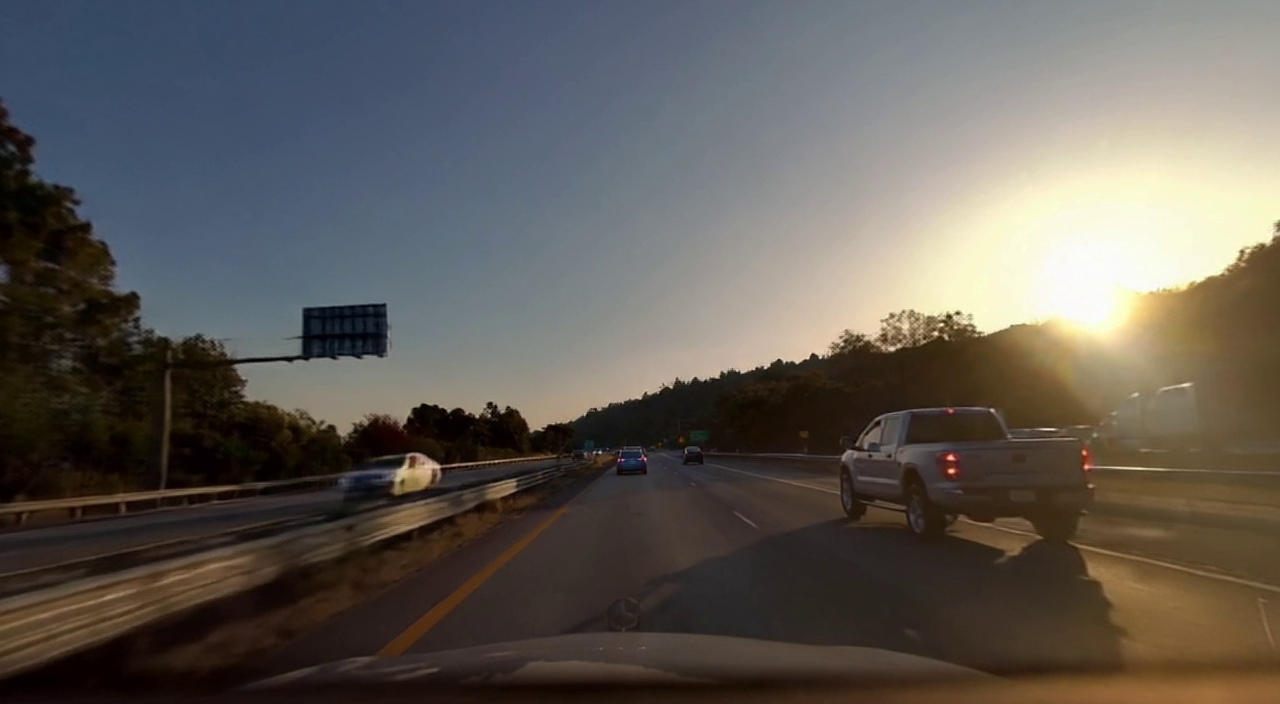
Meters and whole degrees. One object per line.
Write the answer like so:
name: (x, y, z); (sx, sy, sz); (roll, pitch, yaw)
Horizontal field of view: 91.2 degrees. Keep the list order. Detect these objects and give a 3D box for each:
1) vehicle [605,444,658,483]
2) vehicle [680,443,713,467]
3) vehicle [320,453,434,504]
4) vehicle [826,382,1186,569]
vehicle: (-0.325, 4.624, 26.174); (2.029, 1.483, 3.769); (0, -9, 0)
vehicle: (4.043, 7.452, 45.367); (1.936, 1.589, 3.915); (0, -9, 0)
vehicle: (-8.891, 4.294, 21.730); (1.912, 1.532, 4.610); (-1, -9, 1)
vehicle: (4.588, 1.674, 9.090); (2.261, 1.952, 4.784); (0, -9, 0)
